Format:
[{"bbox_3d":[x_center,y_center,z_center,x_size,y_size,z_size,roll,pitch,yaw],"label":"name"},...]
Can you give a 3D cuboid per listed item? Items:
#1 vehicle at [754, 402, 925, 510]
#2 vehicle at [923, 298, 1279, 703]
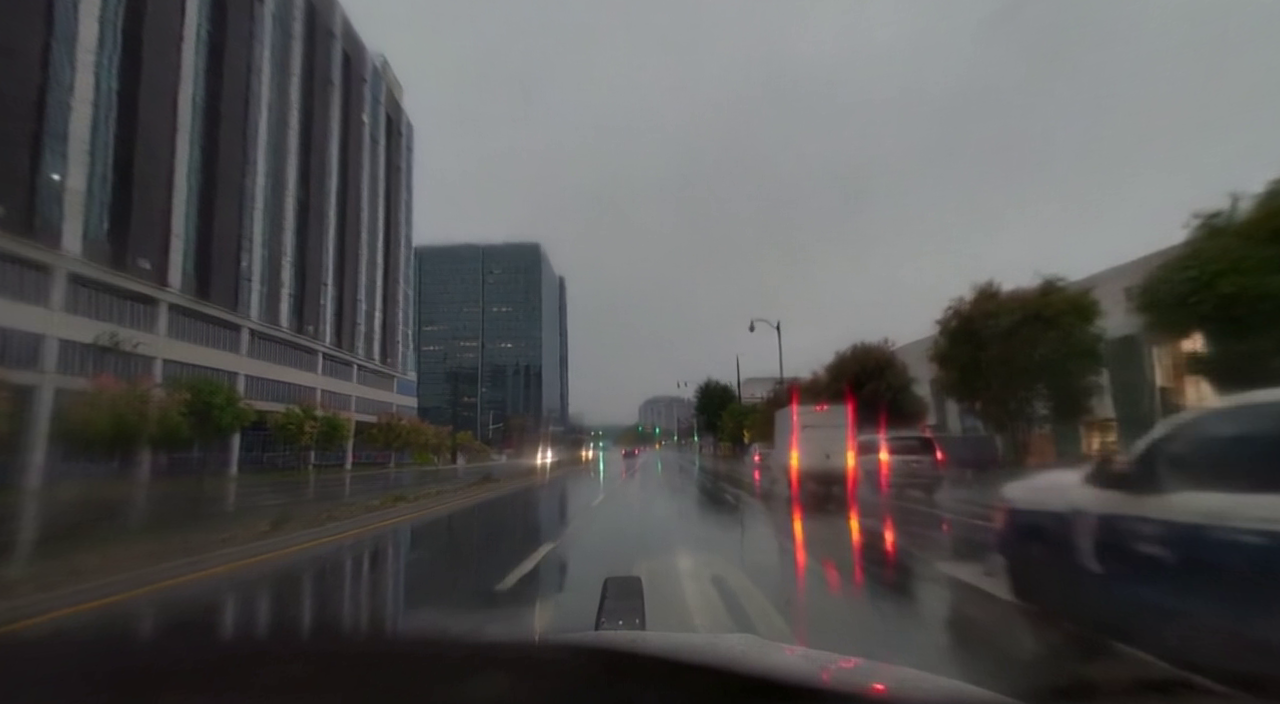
[{"bbox_3d":[5.015,2.781,17.203,2.723,2.409,5.869,0,-9,0],"label":"vehicle"},{"bbox_3d":[3.127,0.735,2.044,2.130,1.787,5.126,0,-9,1],"label":"vehicle"}]
